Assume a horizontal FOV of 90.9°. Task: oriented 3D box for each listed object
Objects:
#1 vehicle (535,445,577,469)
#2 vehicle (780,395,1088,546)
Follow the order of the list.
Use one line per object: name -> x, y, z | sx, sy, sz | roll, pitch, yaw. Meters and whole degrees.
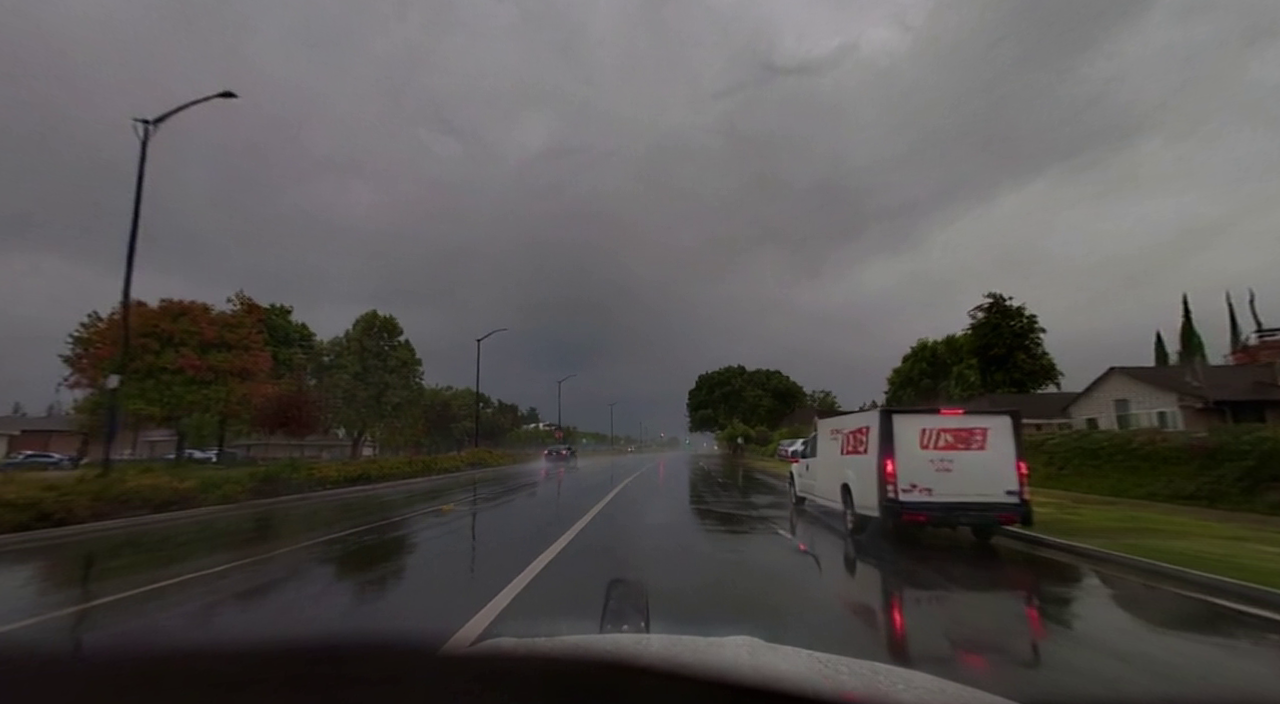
vehicle -> -5.582, 7.008, 42.276 | 2.060, 1.473, 4.645 | 0, -9, 1
vehicle -> 4.694, 2.090, 11.869 | 2.695, 2.013, 6.661 | 0, -9, 1
